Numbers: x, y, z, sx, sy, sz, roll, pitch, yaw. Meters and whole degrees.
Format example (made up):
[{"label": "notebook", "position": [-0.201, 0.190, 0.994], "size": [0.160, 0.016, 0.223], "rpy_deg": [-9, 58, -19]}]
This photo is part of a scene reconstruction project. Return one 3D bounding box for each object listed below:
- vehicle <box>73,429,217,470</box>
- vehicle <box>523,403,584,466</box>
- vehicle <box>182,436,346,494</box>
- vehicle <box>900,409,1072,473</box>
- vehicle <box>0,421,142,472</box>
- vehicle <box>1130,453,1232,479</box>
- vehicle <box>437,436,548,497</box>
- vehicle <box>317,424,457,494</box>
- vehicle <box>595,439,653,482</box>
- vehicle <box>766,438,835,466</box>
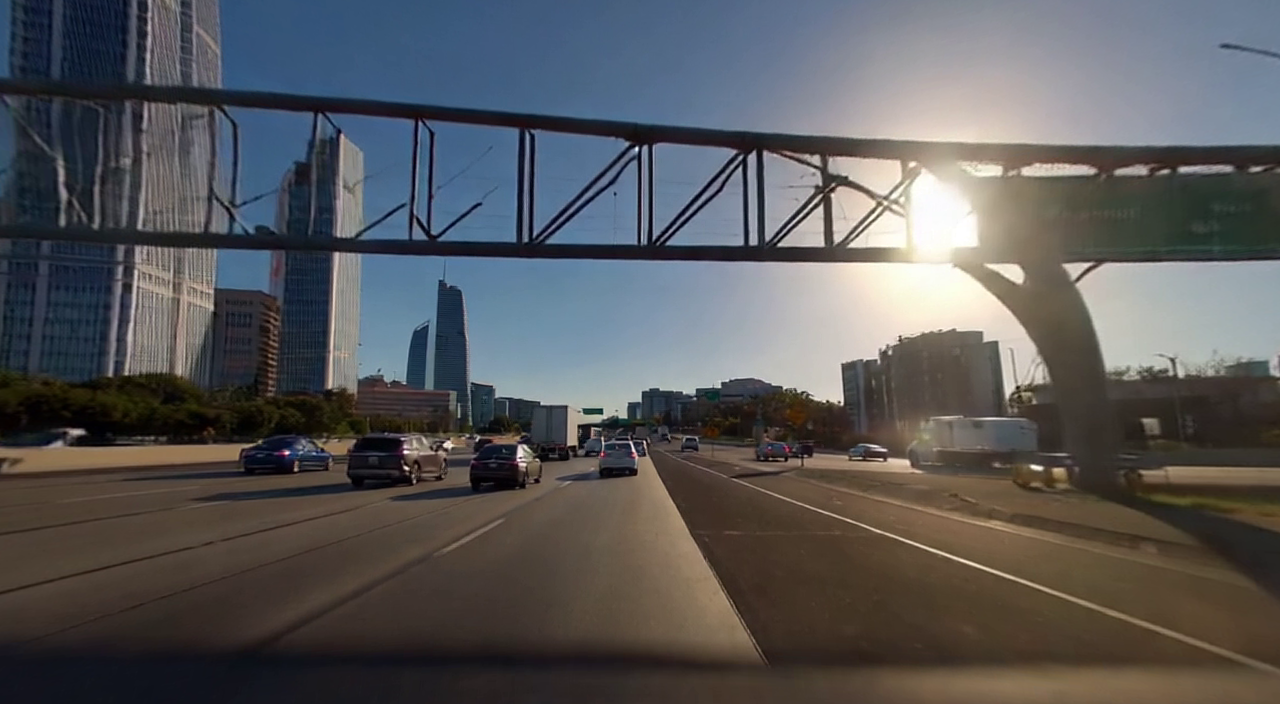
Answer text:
[{"label": "vehicle", "position": [-23.761, 4.721, 30.633], "size": [2.305, 1.755, 5.757], "rpy_deg": [0, -8, 0]}, {"label": "vehicle", "position": [-5.054, 5.088, 38.270], "size": [2.955, 3.359, 8.322], "rpy_deg": [1, -8, -3]}, {"label": "vehicle", "position": [-11.007, 3.318, 18.973], "size": [1.987, 1.495, 4.710], "rpy_deg": [0, -8, 1]}, {"label": "vehicle", "position": [23.113, 6.060, 42.727], "size": [3.015, 3.855, 9.519], "rpy_deg": [8, -12, -43]}, {"label": "vehicle", "position": [-30.215, 4.965, 33.332], "size": [2.545, 2.415, 6.150], "rpy_deg": [0, -8, 0]}, {"label": "vehicle", "position": [32.853, 6.918, 38.324], "size": [4.258, 1.498, 1.904], "rpy_deg": [0, -8, 5]}, {"label": "vehicle", "position": [-4.013, 3.176, 17.910], "size": [2.016, 1.497, 4.235], "rpy_deg": [0, -8, 2]}, {"label": "vehicle", "position": [-7.455, 3.207, 19.231], "size": [2.190, 1.821, 4.800], "rpy_deg": [0, -8, 1]}, {"label": "vehicle", "position": [-0.558, 4.052, 23.808], "size": [1.991, 1.488, 3.922], "rpy_deg": [0, -8, 0]}, {"label": "vehicle", "position": [12.236, 7.643, 48.458], "size": [2.415, 1.972, 5.572], "rpy_deg": [3, -9, -19]}]
